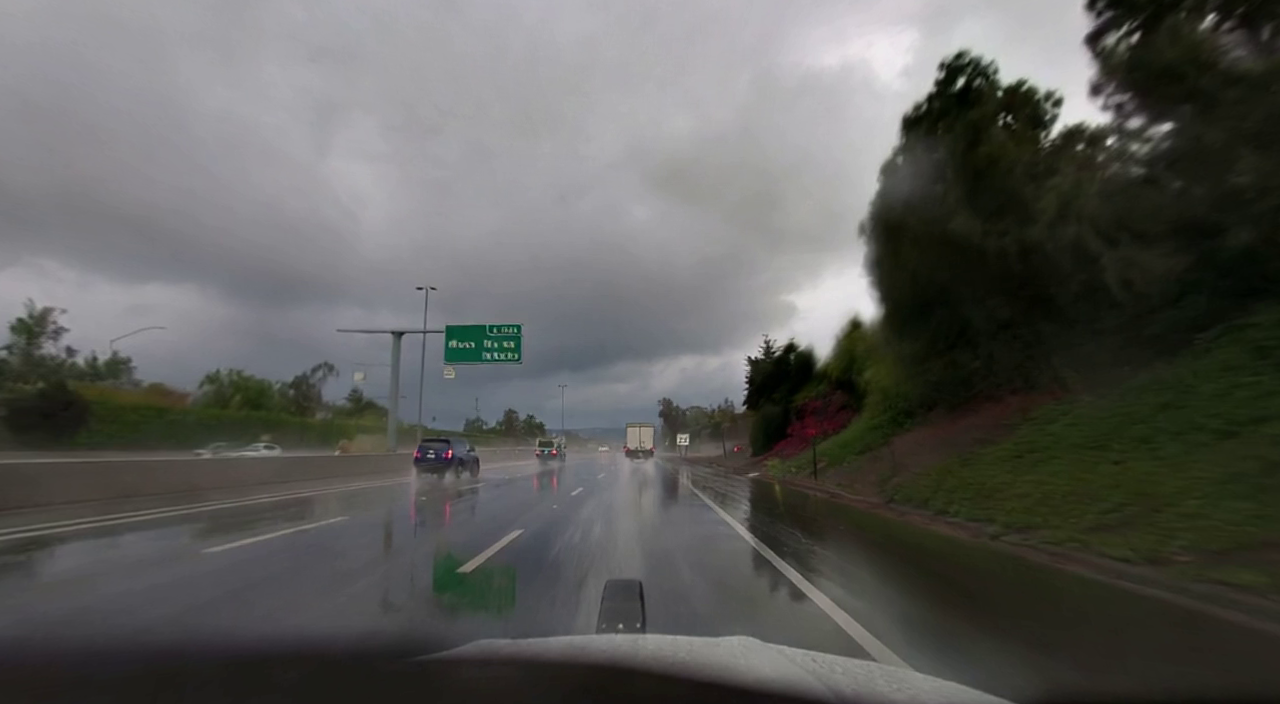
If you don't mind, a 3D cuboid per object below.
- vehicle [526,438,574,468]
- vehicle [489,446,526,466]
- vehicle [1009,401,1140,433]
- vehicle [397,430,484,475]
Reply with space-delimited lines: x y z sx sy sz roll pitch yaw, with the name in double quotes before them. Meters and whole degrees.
"vehicle" -6.366 7.229 45.260 2.502 1.997 5.697 0 -9 0
"vehicle" -10.105 7.971 48.283 1.909 1.475 4.199 0 -9 1
"vehicle" 27.068 4.182 39.577 2.401 1.540 6.222 4 -11 -29
"vehicle" -10.650 5.446 34.278 2.571 2.169 6.443 0 -9 0
